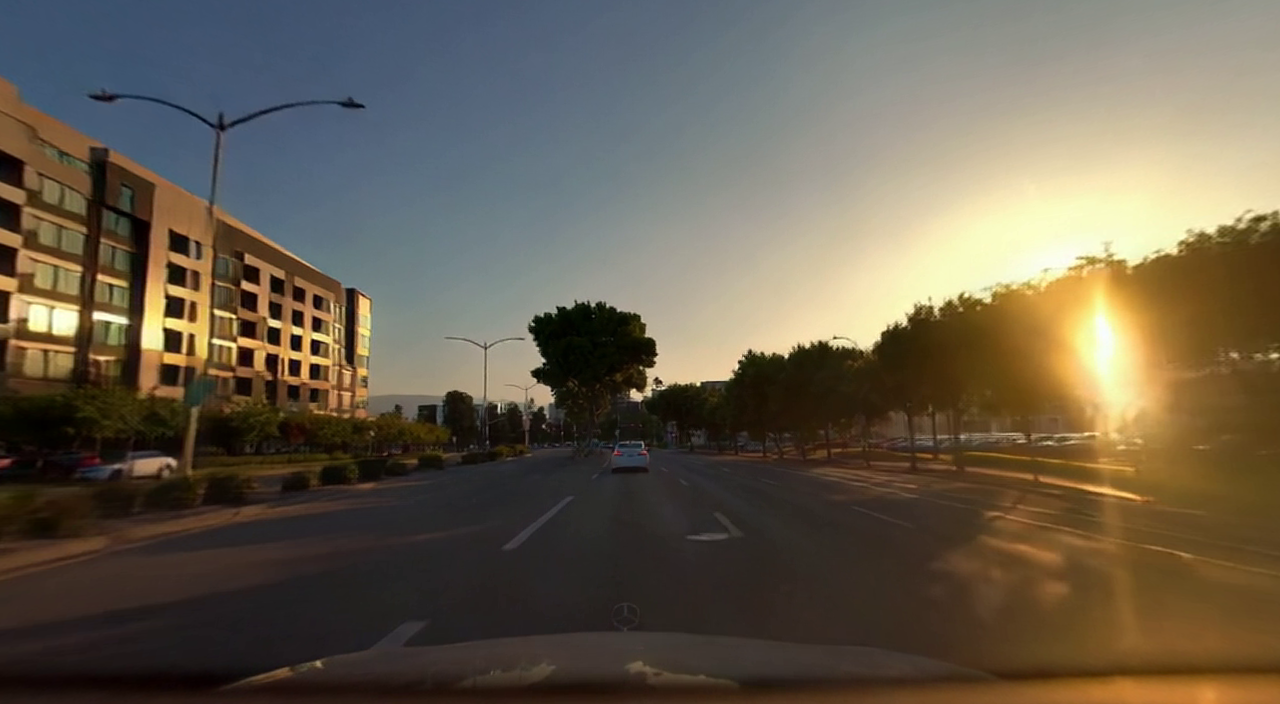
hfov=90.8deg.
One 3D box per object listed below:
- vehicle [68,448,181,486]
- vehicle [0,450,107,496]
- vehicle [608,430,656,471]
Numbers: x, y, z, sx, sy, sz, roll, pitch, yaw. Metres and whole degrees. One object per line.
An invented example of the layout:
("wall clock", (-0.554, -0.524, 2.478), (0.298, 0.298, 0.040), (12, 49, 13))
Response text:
("vehicle", (-27.062, 6.013, 33.452), (1.978, 1.835, 4.932), (0, -8, -3))
("vehicle", (-26.769, 5.270, 27.987), (1.992, 1.798, 4.987), (0, -8, -1))
("vehicle", (-0.424, 4.965, 32.011), (2.260, 1.872, 4.578), (0, -8, -1))
